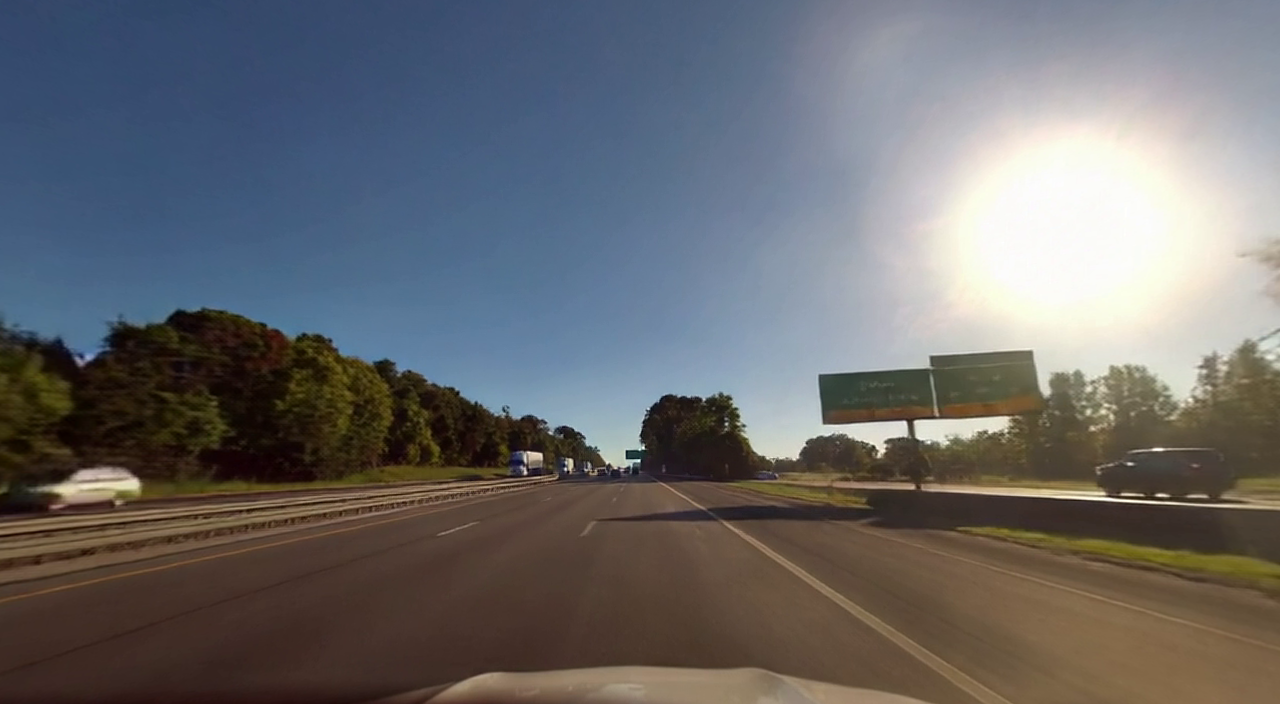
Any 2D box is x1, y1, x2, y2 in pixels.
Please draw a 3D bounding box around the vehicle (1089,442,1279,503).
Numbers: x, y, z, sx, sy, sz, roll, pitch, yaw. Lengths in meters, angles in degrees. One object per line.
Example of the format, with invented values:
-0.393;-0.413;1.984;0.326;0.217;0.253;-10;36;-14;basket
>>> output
15.685;3.524;18.461;1.973;1.540;3.978;1;-11;-3;vehicle
